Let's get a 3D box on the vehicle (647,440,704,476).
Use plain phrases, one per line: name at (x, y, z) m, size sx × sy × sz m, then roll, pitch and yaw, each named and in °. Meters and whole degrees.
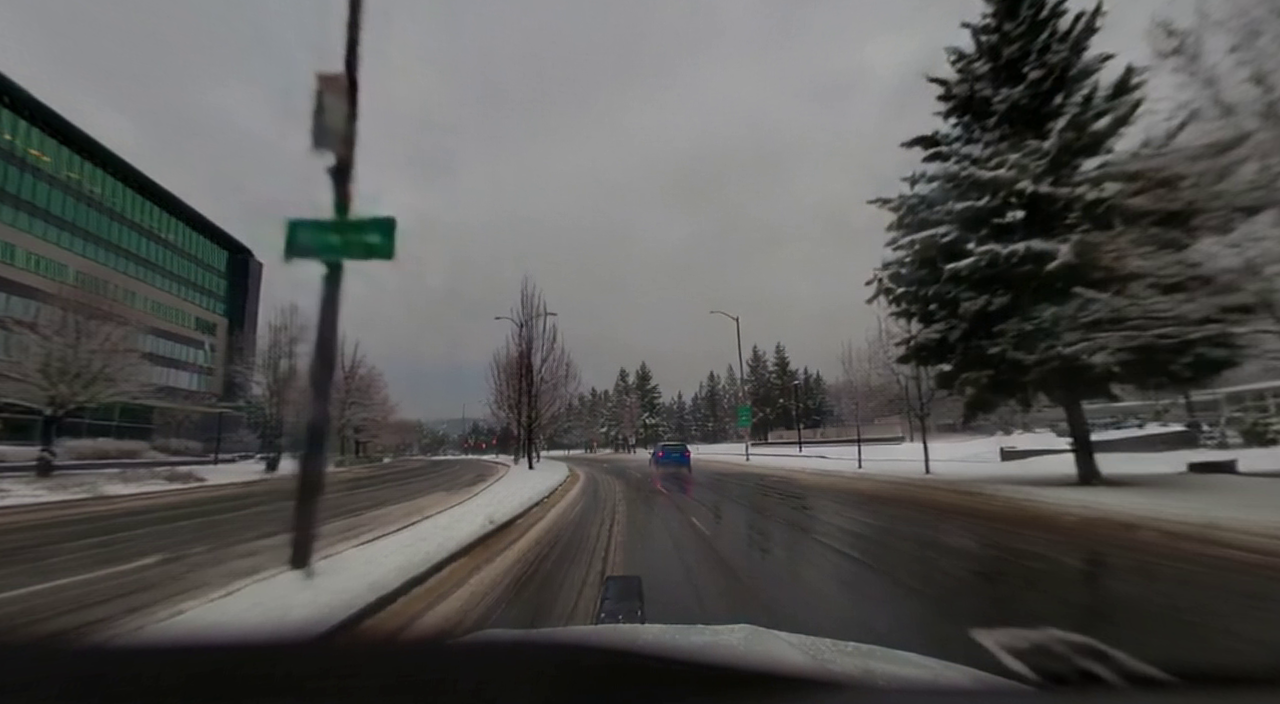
vehicle at (1.674, 5.244, 31.549) m, size 2.165 × 1.633 × 4.381 m, roll 0°, pitch -8°, yaw -6°
